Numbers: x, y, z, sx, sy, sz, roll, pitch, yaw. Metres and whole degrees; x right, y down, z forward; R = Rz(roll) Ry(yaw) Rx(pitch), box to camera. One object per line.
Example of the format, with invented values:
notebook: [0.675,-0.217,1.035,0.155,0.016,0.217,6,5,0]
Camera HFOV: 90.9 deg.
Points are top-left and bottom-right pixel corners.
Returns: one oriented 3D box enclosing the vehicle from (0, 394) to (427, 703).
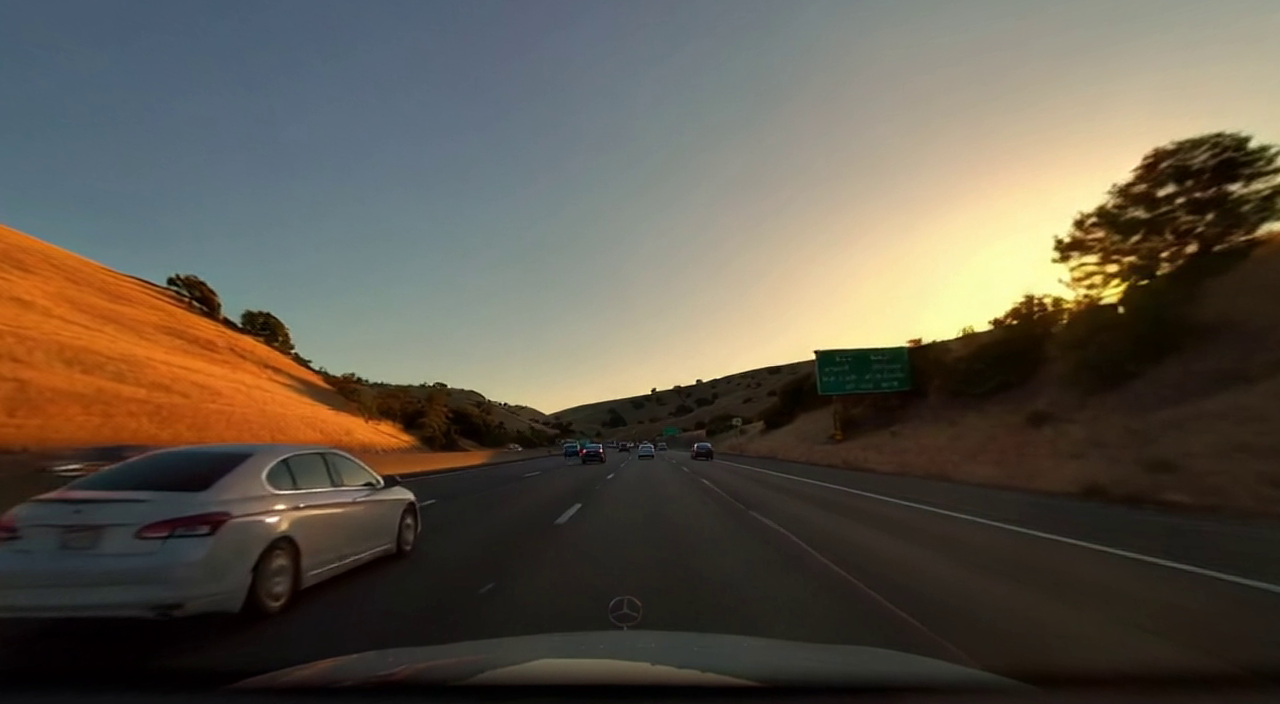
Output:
vehicle: [-3.298,1.225,4.395,1.997,1.502,4.554,0,-8,0]

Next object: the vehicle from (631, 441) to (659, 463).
vehicle: [0.359,7.484,47.368,2.031,1.566,3.904,0,-8,0]

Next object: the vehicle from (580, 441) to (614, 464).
vehicle: [-3.087,7.359,46.227,2.091,1.552,4.516,0,-8,0]

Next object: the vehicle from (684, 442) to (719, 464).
vehicle: [4.461,7.367,46.335,2.027,1.525,4.348,0,-8,-1]
